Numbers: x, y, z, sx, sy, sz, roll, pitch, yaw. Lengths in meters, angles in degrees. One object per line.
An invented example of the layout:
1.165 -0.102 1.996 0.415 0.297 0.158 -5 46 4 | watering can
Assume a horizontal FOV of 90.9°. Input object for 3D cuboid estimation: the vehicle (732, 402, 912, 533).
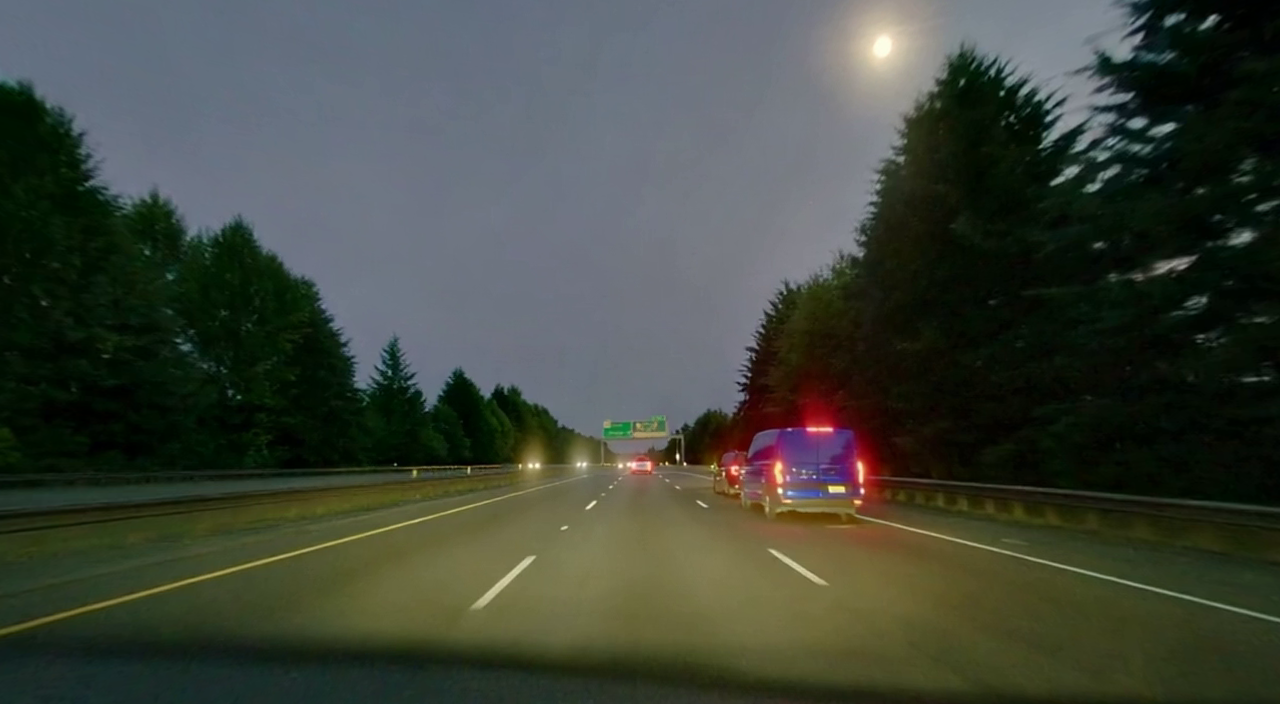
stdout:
4.330 3.039 16.725 2.737 2.711 6.687 1 -10 0 | vehicle
